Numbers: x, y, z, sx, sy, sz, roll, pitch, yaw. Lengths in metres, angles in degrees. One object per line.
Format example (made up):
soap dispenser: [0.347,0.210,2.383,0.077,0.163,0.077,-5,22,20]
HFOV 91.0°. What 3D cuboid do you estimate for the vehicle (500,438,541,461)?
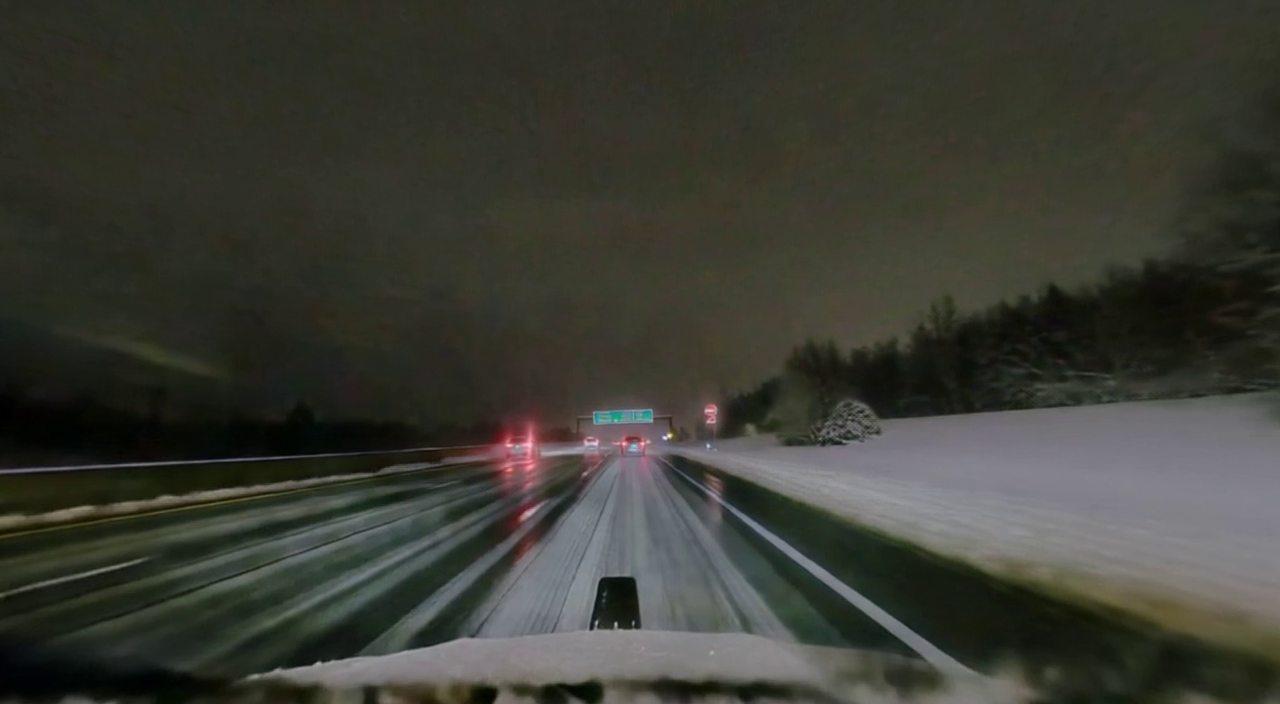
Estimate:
vehicle: [-8.141,6.675,43.306,1.939,1.504,4.727,0,-8,-1]

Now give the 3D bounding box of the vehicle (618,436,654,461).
vehicle: [-0.283,5.844,38.353,2.072,1.440,3.690,0,-8,-1]
